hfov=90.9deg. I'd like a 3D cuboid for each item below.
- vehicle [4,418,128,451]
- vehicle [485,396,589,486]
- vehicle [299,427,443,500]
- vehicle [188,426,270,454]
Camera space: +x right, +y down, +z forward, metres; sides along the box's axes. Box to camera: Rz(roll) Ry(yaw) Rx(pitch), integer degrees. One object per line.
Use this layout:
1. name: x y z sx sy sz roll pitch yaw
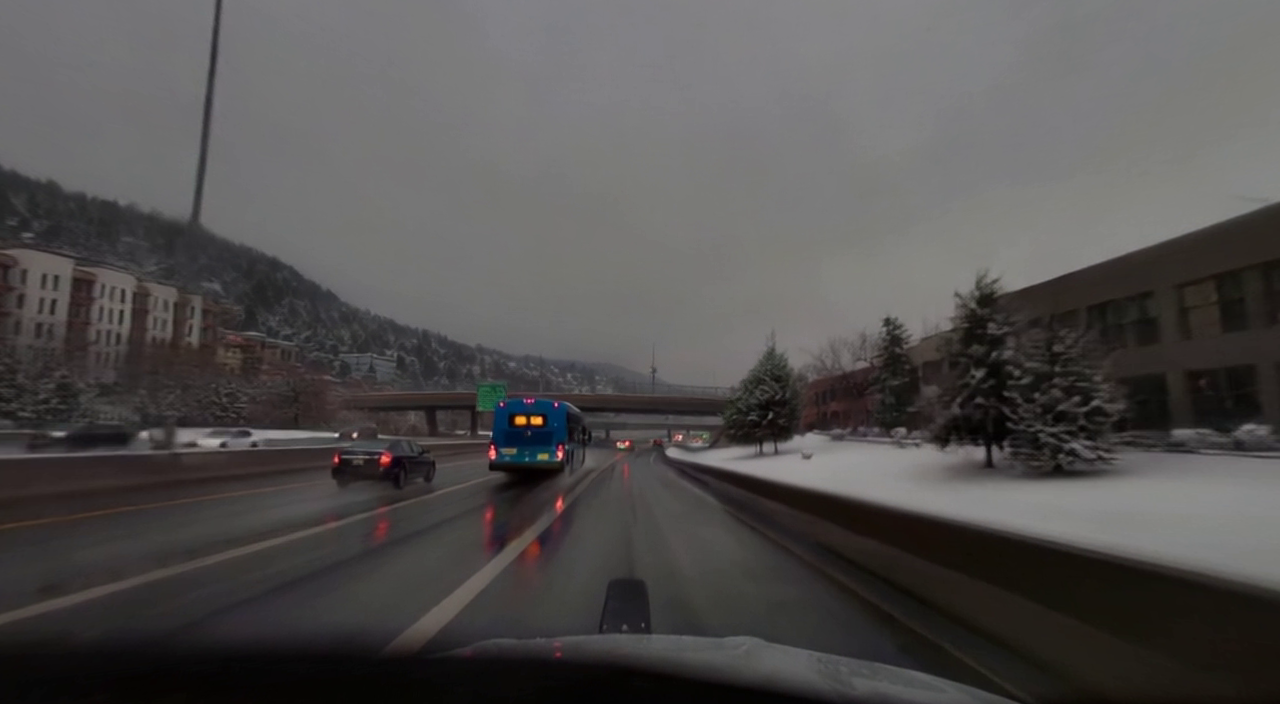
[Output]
1. vehicle: -31.979 4.676 35.357 1.840 1.662 5.052 -1 -9 6
2. vehicle: -3.710 3.614 24.913 2.888 2.944 8.373 0 -10 -1
3. vehicle: -7.099 2.996 17.262 1.993 1.690 4.450 0 -9 -1
4. vehicle: -24.463 5.281 37.701 1.843 1.533 4.083 -1 -9 6
